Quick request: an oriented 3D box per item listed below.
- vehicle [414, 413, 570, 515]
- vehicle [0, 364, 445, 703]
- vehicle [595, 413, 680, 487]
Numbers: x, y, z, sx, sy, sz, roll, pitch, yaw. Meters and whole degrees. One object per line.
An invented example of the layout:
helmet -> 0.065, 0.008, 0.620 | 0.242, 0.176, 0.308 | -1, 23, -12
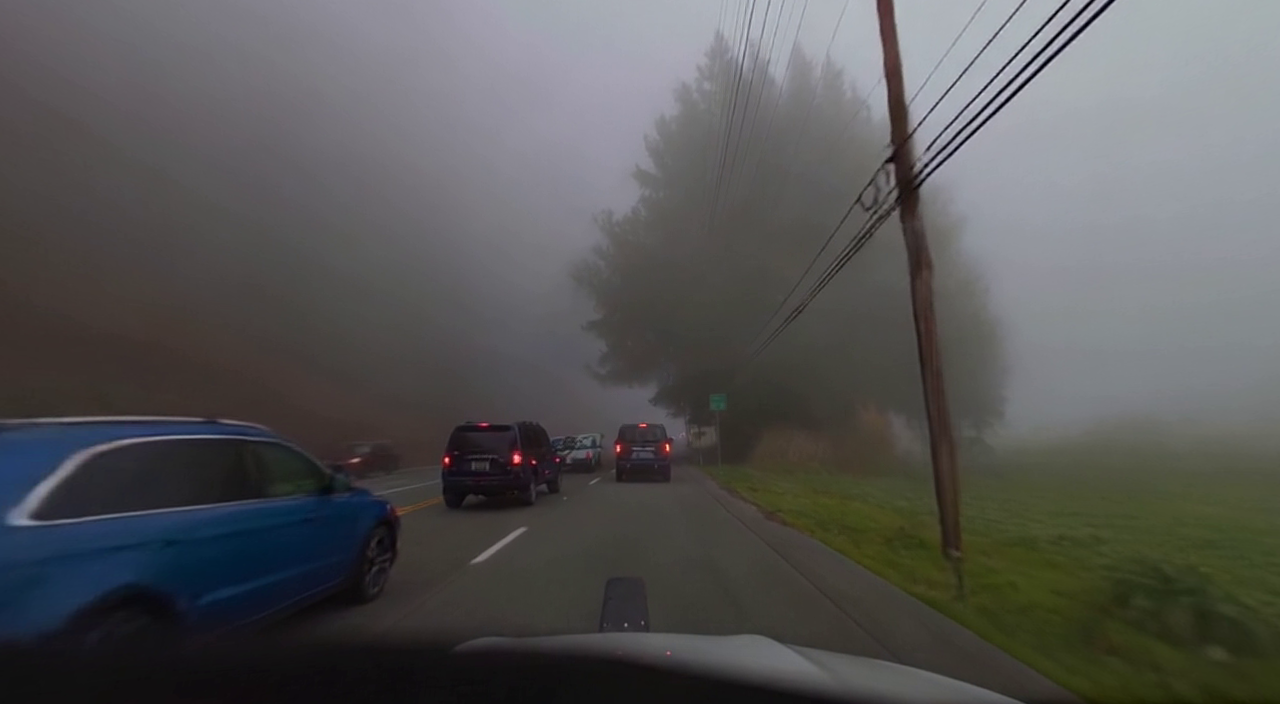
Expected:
vehicle -> -2.890, 2.334, 13.567 | 2.062, 1.796, 4.657 | -1, -8, 2
vehicle -> -3.132, 1.079, 3.889 | 2.180, 1.546, 4.755 | 0, -8, 2
vehicle -> 0.019, 2.891, 18.732 | 2.241, 1.912, 4.095 | -1, -8, 2
